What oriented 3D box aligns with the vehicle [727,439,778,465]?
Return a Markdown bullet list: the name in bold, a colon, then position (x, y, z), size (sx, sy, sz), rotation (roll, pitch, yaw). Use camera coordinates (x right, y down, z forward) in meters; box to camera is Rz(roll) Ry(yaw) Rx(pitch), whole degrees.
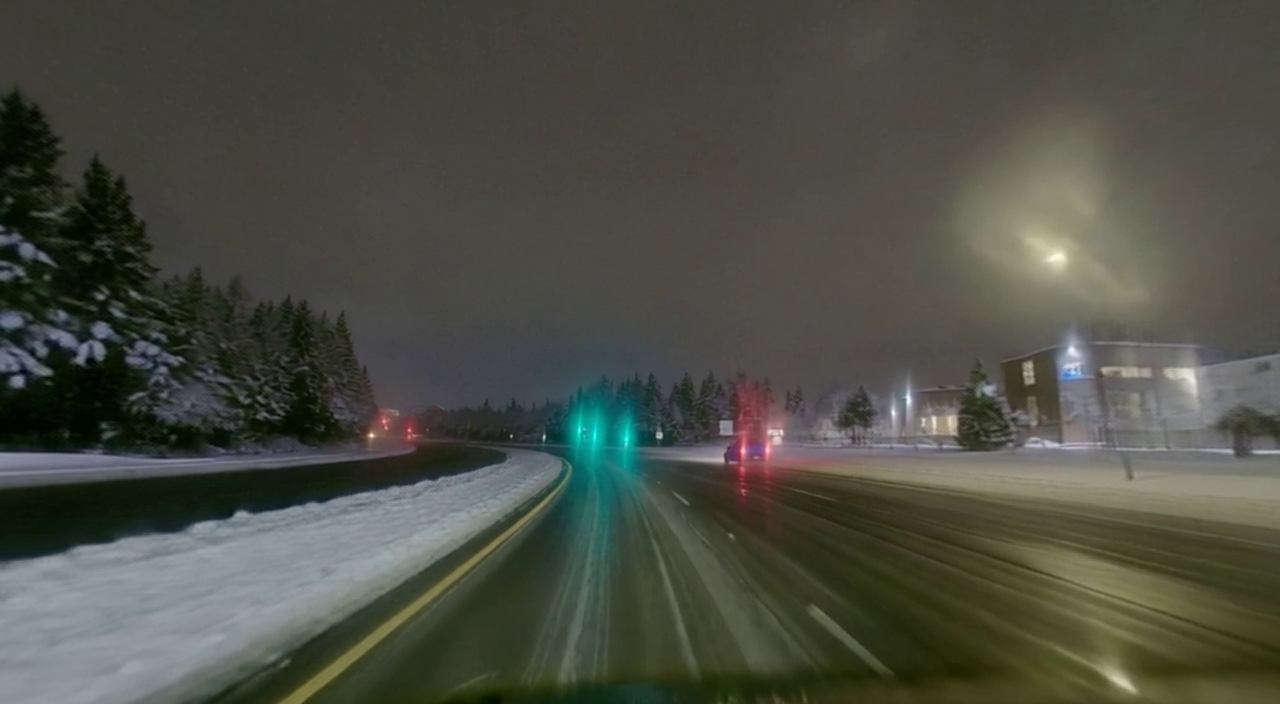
- **vehicle**: position (7.066, 6.318, 39.896), size (1.908, 1.483, 4.474), rotation (1, -9, -7)
